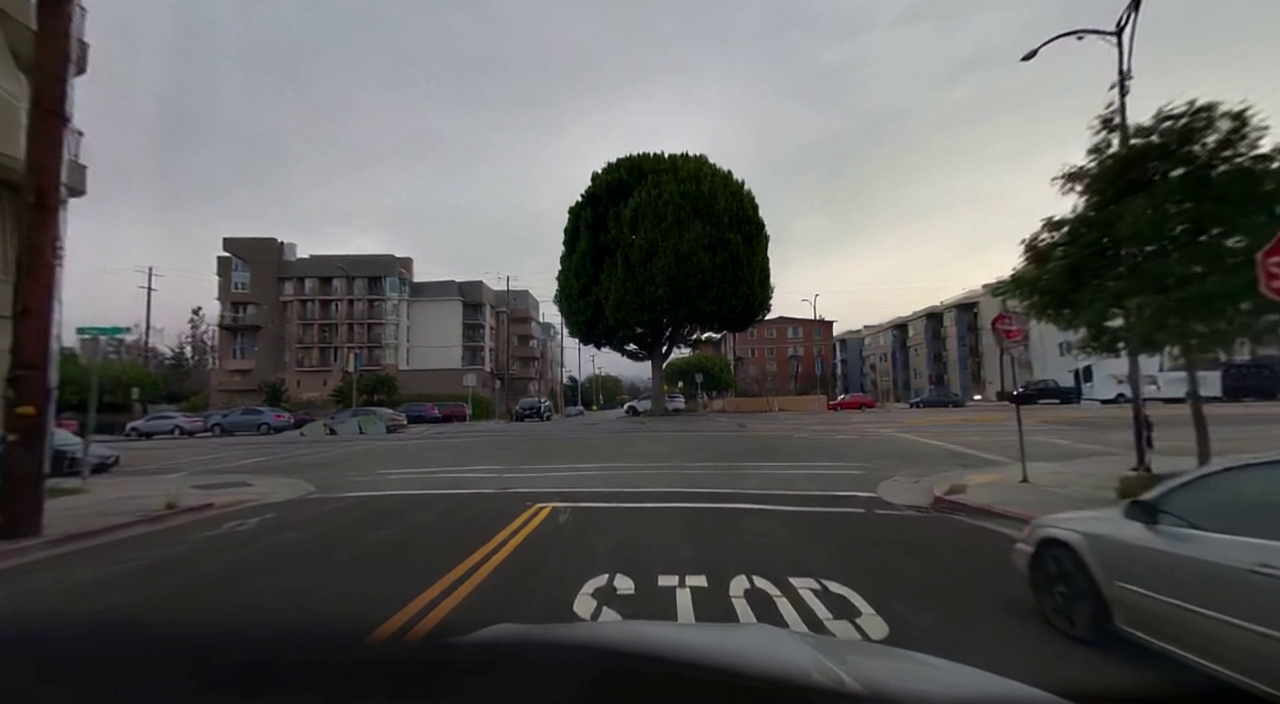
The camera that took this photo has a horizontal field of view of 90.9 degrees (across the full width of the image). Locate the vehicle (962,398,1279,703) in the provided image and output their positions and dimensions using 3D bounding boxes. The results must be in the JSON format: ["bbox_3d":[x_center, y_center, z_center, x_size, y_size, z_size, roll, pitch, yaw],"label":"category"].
[{"bbox_3d":[3.499,0.934,2.478,2.025,1.492,4.291,0,-8,-3],"label":"vehicle"}]

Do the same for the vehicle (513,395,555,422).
[{"bbox_3d":[-6.774,3.698,40.827,2.156,1.620,4.945,2,-6,-4],"label":"vehicle"}]

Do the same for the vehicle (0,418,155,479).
[{"bbox_3d":[-16.935,2.757,18.069,4.525,1.596,2.085,-1,-8,8],"label":"vehicle"}]

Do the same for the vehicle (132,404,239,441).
[{"bbox_3d":[-24.816,3.878,34.474,4.696,1.801,1.948,-3,-7,10],"label":"vehicle"}]

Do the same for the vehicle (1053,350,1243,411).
[{"bbox_3d":[35.162,2.011,43.865,10.986,3.604,2.707,-3,-6,-3],"label":"vehicle"}]

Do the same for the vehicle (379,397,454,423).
[{"bbox_3d":[-15.744,4.161,44.592,2.010,1.583,4.582,-6,-10,36],"label":"vehicle"}]

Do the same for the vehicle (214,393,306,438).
[{"bbox_3d":[-20.293,3.451,33.785,3.506,2.261,2.158,-1,-8,8],"label":"vehicle"}]

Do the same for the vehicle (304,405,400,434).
[{"bbox_3d":[-15.108,3.567,33.143,4.233,1.432,1.755,-1,-8,9],"label":"vehicle"}]
